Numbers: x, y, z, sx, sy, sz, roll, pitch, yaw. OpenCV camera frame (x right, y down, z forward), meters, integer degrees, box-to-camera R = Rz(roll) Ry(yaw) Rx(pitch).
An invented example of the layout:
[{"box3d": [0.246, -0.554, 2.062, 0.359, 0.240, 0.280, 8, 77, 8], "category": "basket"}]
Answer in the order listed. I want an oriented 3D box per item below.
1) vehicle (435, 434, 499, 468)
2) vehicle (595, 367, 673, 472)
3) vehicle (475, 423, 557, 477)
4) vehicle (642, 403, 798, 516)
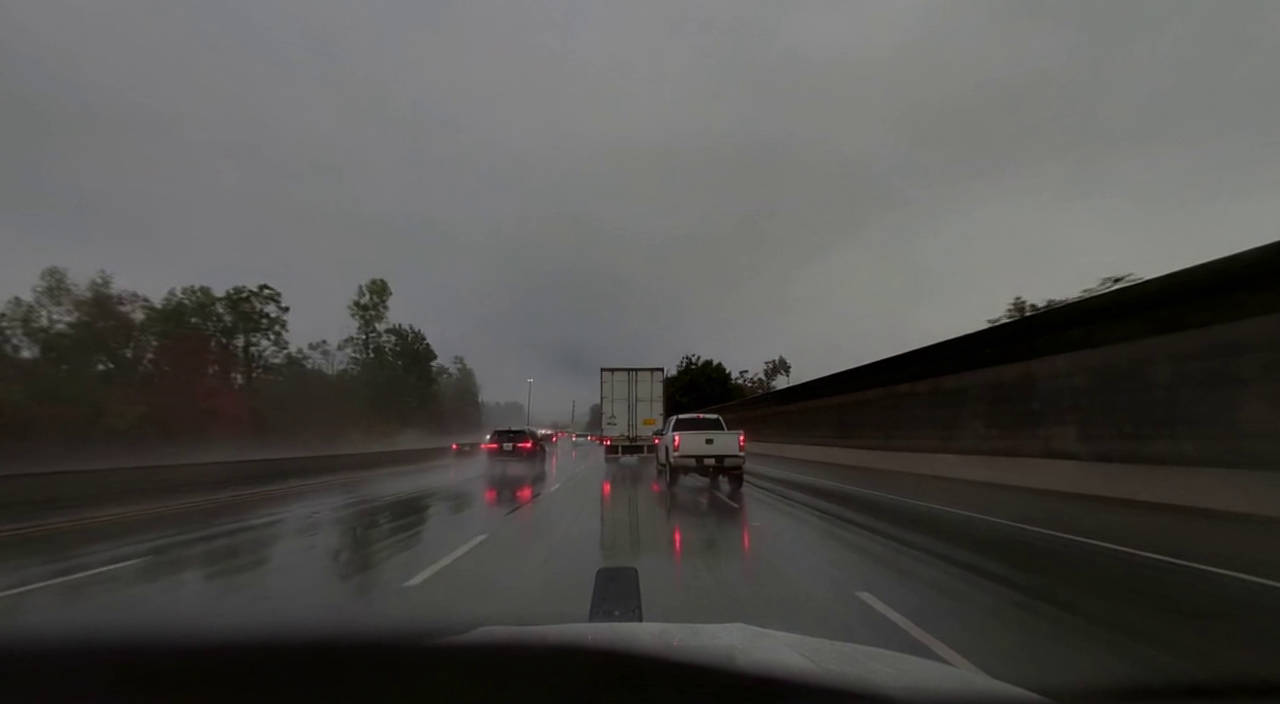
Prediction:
[{"box3d": [-8.179, 4.676, 30.096, 2.059, 1.500, 4.001, 0, -8, -3], "category": "vehicle"}, {"box3d": [-0.481, 3.218, 28.782, 2.904, 3.915, 10.473, 0, -8, -3], "category": "vehicle"}, {"box3d": [-4.376, 3.531, 22.937, 2.134, 1.752, 4.375, 0, -8, -1], "category": "vehicle"}, {"box3d": [1.329, 2.091, 12.844, 2.118, 1.832, 4.901, 1, -8, -5], "category": "vehicle"}]
